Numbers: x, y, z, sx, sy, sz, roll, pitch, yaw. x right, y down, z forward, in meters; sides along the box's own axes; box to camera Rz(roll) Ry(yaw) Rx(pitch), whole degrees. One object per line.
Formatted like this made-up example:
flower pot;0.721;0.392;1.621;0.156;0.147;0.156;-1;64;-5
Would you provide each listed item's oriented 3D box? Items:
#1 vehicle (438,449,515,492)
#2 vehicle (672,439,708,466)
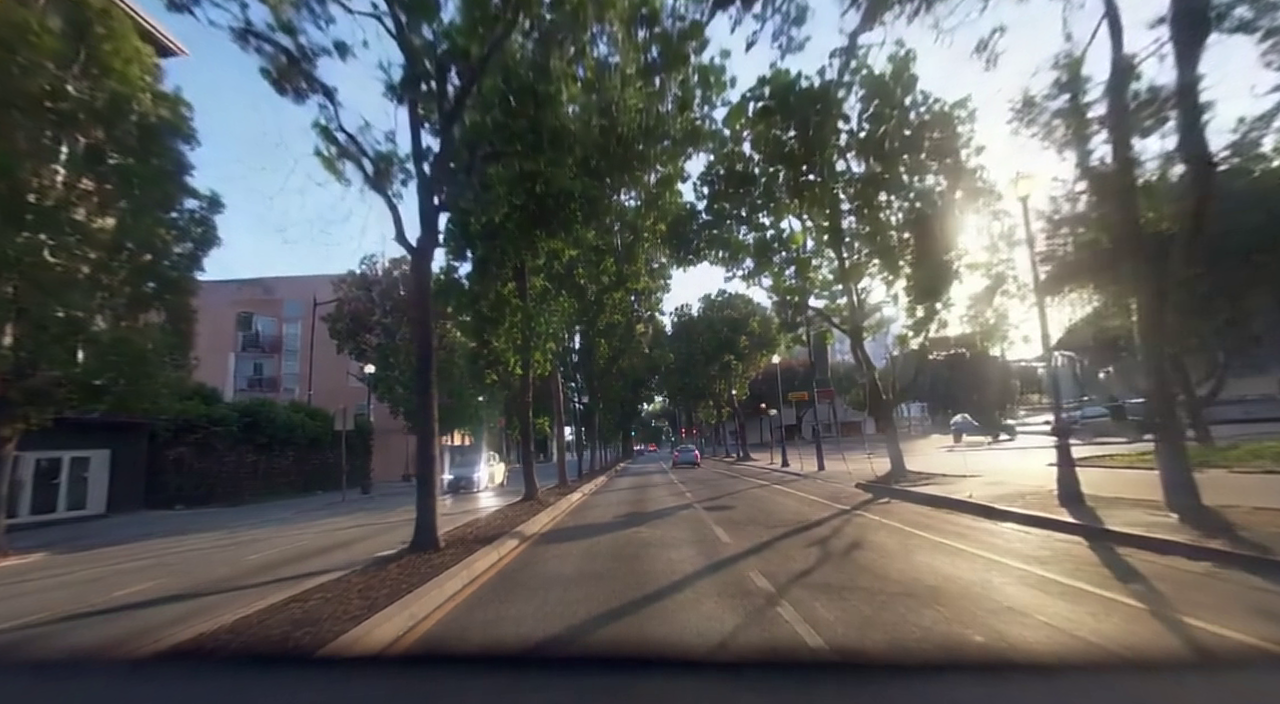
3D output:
vehicle;-7.033;5.132;27.672;2.031;1.723;4.566;0;-9;1
vehicle;3.309;6.799;42.574;2.129;1.719;4.205;0;-9;0
